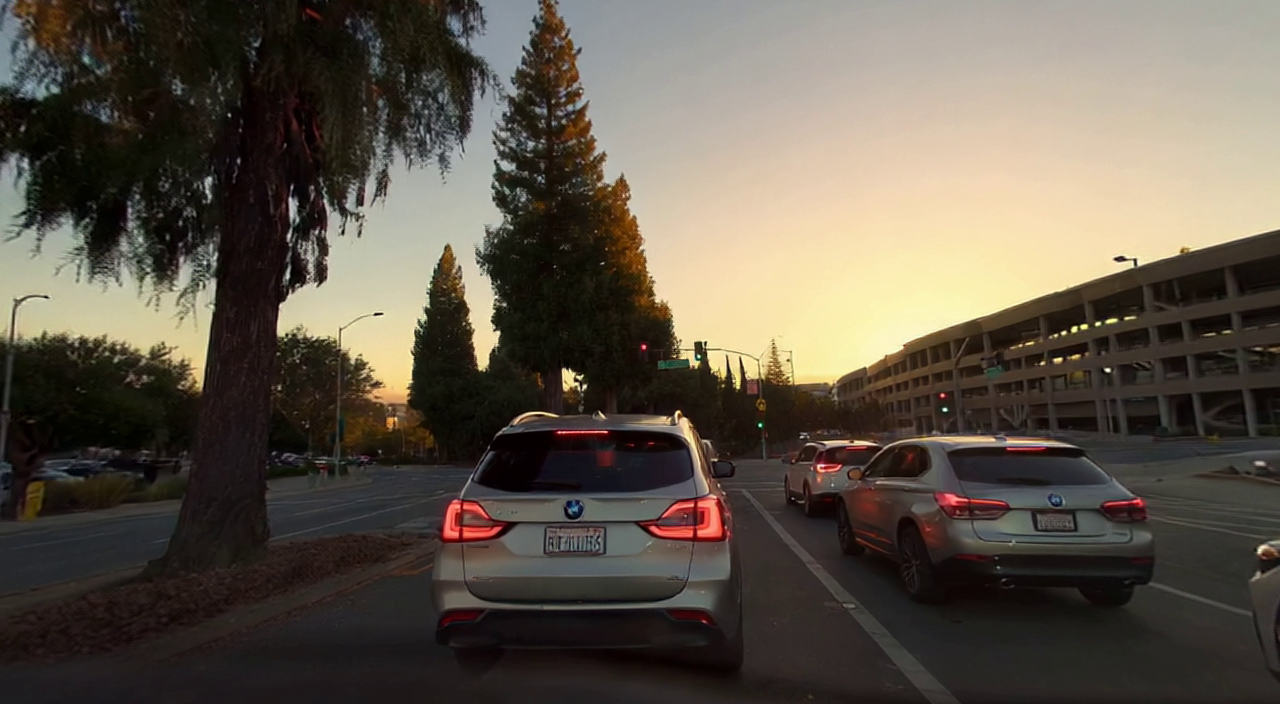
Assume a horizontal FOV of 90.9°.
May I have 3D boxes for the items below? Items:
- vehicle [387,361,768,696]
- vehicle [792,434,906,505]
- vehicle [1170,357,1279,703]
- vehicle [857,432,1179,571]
[{"bbox_3d":[-0.205,1.237,5.560,2.021,1.742,4.295,-1,-8,4],"label":"vehicle"},{"bbox_3d":[5.332,3.031,16.714,1.994,1.638,4.100,-1,-9,6],"label":"vehicle"},{"bbox_3d":[4.063,0.602,1.117,1.993,1.719,4.953,0,-8,1],"label":"vehicle"},{"bbox_3d":[4.901,1.968,9.182,1.963,1.480,4.553,0,-8,2],"label":"vehicle"}]
